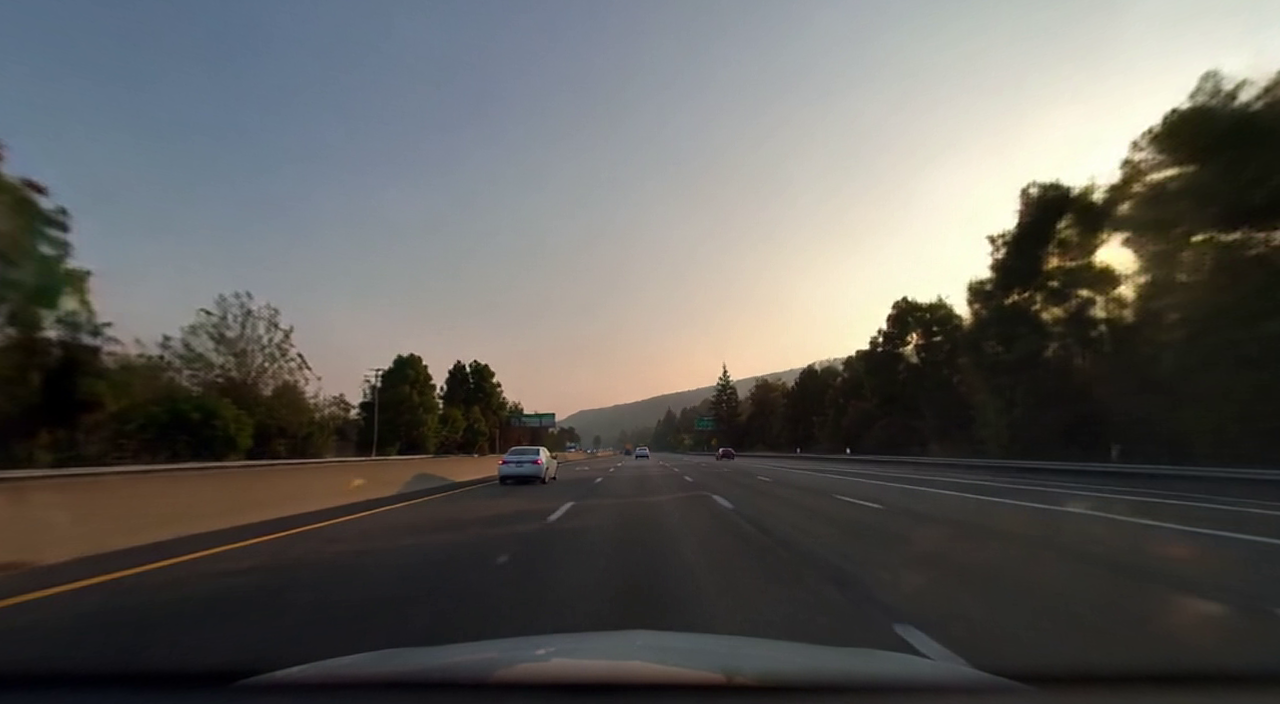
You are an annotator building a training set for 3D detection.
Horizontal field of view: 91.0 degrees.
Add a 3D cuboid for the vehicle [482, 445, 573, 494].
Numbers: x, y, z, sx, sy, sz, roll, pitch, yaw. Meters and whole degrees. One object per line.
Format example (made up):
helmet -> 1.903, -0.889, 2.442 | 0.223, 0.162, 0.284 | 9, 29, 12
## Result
vehicle -> -3.702, 3.963, 21.588 | 2.162, 1.493, 4.583 | 0, -9, 1
